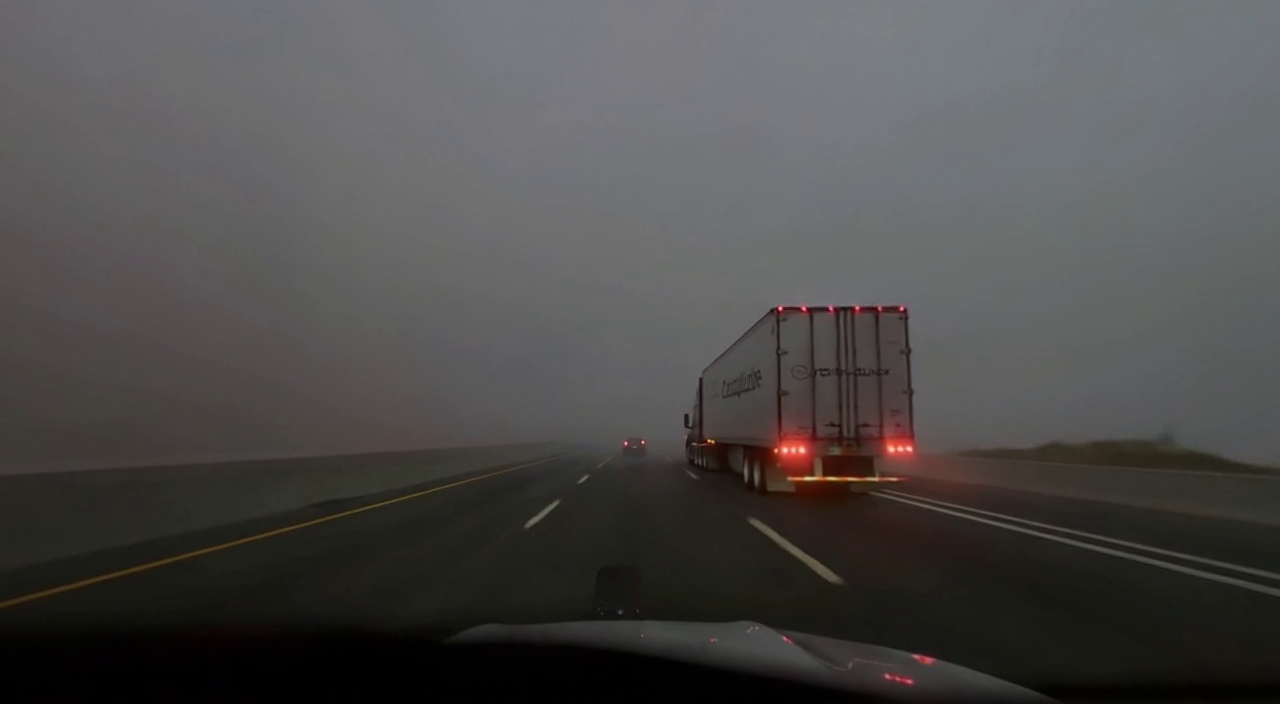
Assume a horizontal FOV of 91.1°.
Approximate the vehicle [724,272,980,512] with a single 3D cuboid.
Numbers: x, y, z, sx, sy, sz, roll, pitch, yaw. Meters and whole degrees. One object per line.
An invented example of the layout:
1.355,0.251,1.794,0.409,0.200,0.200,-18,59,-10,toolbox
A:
4.042,1.239,14.788,2.840,3.947,8.920,0,-8,0,vehicle
